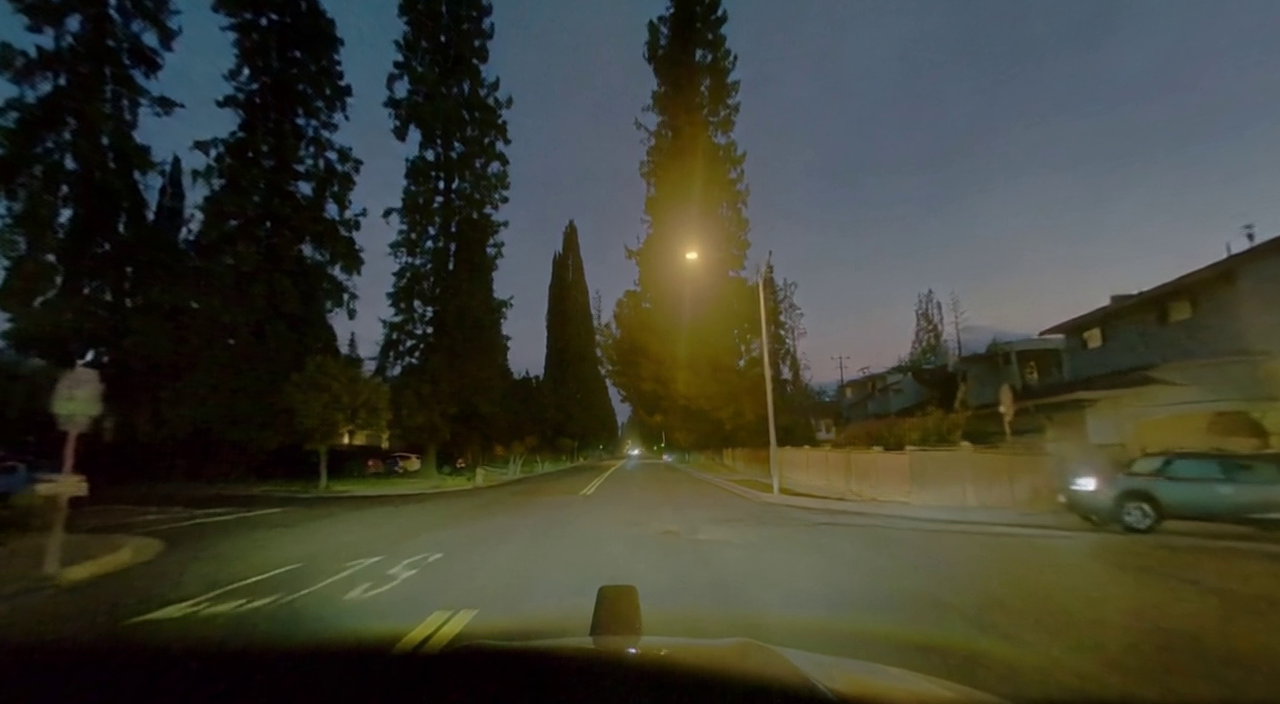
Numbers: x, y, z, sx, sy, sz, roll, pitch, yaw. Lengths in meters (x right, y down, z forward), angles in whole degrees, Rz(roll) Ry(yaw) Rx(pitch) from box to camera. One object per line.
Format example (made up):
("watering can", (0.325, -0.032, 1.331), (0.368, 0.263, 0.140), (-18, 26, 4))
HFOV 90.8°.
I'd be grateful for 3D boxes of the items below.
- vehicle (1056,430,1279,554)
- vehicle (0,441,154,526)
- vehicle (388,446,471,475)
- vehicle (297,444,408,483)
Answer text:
("vehicle", (10.515, 2.402, 11.195), (4.854, 1.771, 2.123), (-12, -12, 27))
("vehicle", (-15.821, 3.361, 16.713), (6.072, 1.882, 2.277), (-5, -10, 29))
("vehicle", (-14.089, 7.209, 42.266), (5.275, 1.807, 2.279), (-5, -10, 29))
("vehicle", (-14.809, 5.715, 32.795), (2.066, 1.852, 4.782), (-6, -10, 34))
